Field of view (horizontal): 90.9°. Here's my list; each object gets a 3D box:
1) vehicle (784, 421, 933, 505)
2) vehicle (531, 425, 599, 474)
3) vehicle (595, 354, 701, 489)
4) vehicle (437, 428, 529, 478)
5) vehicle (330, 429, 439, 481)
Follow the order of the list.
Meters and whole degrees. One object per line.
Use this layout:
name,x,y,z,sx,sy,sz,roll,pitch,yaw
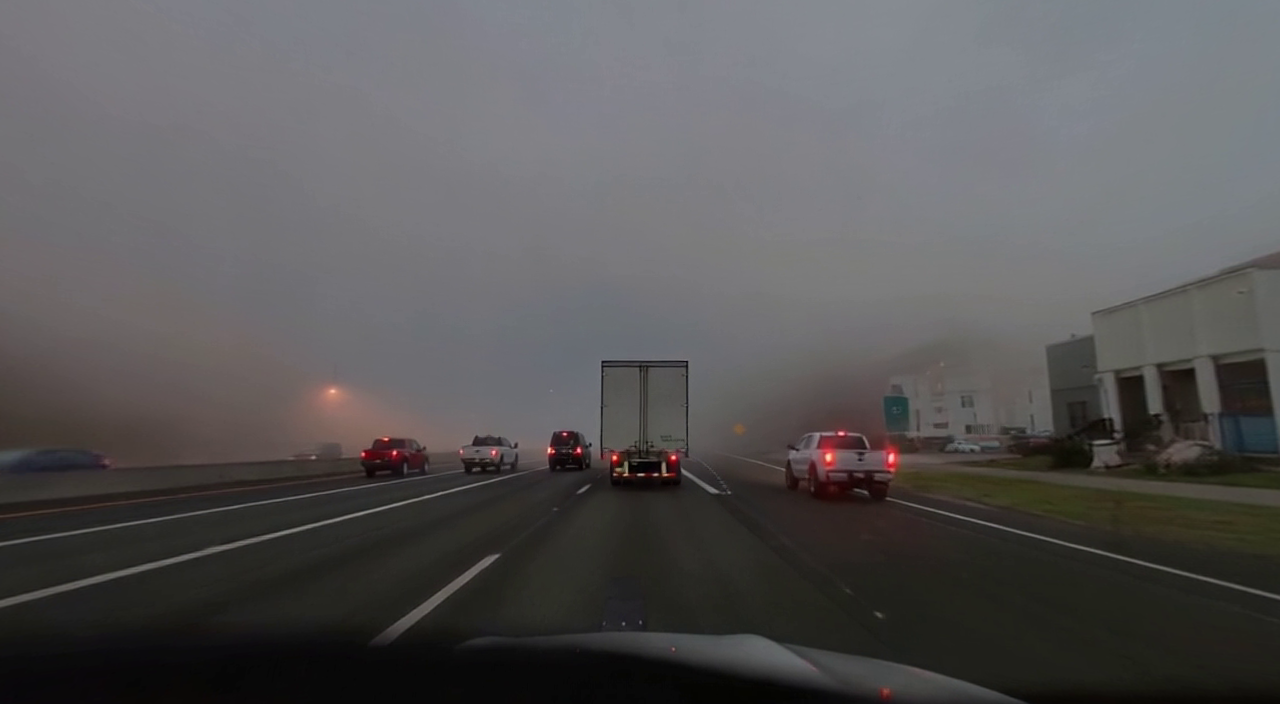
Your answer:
vehicle,5.254,2.750,16.024,2.137,1.796,4.817,0,-9,2
vehicle,-3.377,4.589,29.755,2.379,2.075,6.169,0,-9,1
vehicle,0.130,2.674,22.745,2.941,3.794,9.851,0,-9,-1
vehicle,-6.755,4.455,28.038,2.479,1.978,5.952,0,-9,1
vehicle,-10.367,4.237,26.240,2.089,1.885,5.888,0,-9,0
